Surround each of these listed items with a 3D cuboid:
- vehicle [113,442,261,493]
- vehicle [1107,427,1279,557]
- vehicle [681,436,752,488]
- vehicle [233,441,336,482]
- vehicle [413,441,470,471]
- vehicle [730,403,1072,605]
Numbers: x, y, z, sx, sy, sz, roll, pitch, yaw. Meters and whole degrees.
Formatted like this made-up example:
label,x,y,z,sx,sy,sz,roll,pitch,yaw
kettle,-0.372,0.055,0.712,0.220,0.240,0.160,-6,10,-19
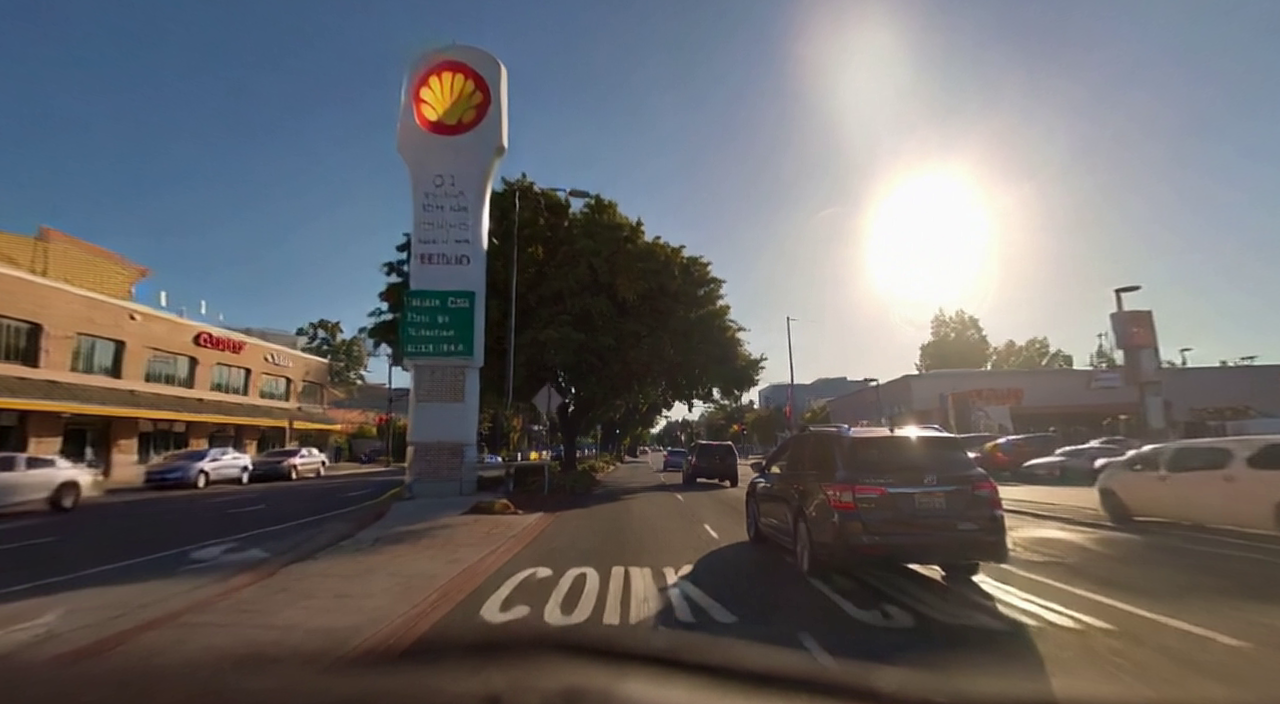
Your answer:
label,x,y,z,sx,sy,sz,roll,pitch,yaw
vehicle,-17.964,4.559,25.374,2.129,1.843,5.067,0,-8,1
vehicle,9.831,2.034,9.324,2.065,1.767,4.844,0,-8,0
vehicle,2.665,3.948,22.948,1.999,1.679,4.217,0,-8,-1
vehicle,-17.825,5.487,31.927,2.263,1.887,5.170,0,-8,-1
vehicle,-13.437,7.034,42.908,2.097,1.912,4.828,0,-8,2
vehicle,2.587,1.661,7.888,2.183,1.720,4.842,0,-8,0
